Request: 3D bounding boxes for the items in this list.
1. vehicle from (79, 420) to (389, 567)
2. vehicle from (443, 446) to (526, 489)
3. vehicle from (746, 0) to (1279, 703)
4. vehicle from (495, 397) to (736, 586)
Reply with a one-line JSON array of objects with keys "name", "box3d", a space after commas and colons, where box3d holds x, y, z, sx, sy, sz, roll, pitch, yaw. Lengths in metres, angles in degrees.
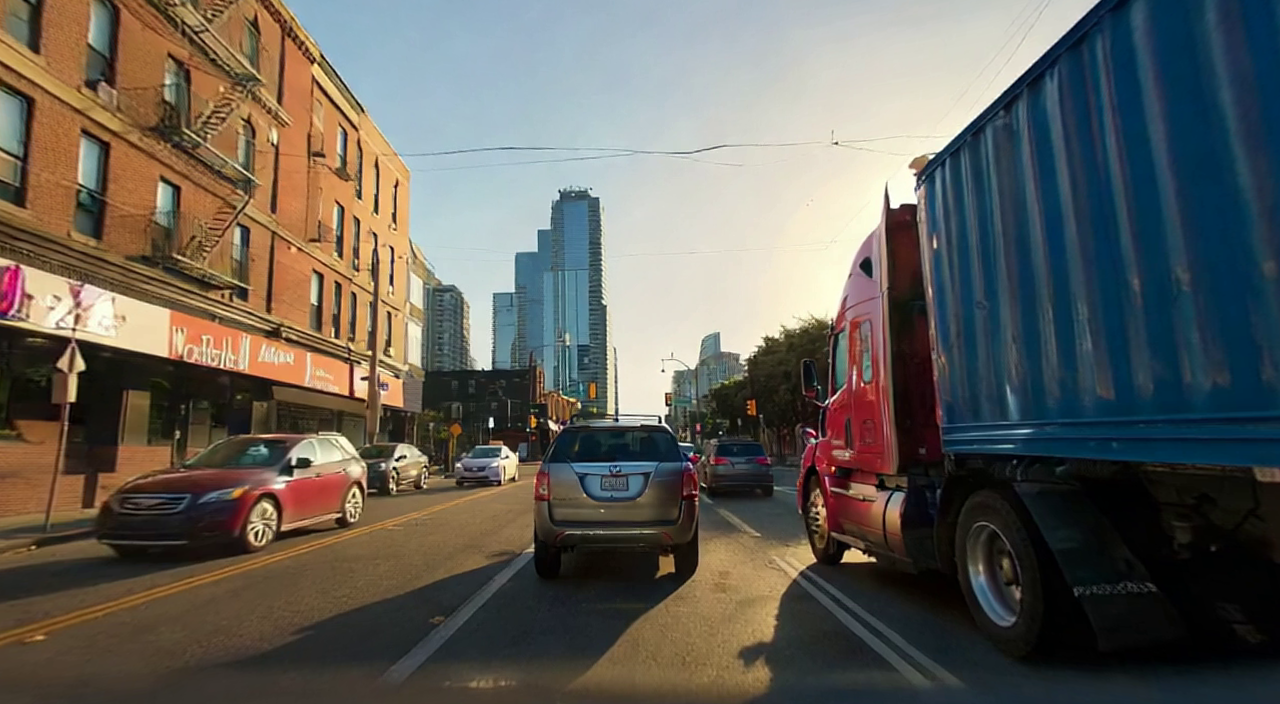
[{"name": "vehicle", "box3d": [-5.710, 2.011, 9.733, 1.960, 1.736, 4.255, 0, -9, -1]}, {"name": "vehicle", "box3d": [-5.745, 4.310, 23.952, 1.997, 1.467, 4.373, 0, -9, 0]}, {"name": "vehicle", "box3d": [2.911, 0.078, 3.585, 2.913, 3.771, 9.716, 0, -9, 0]}, {"name": "vehicle", "box3d": [-0.238, 1.671, 8.369, 2.283, 1.783, 4.548, 0, -9, 0]}]
